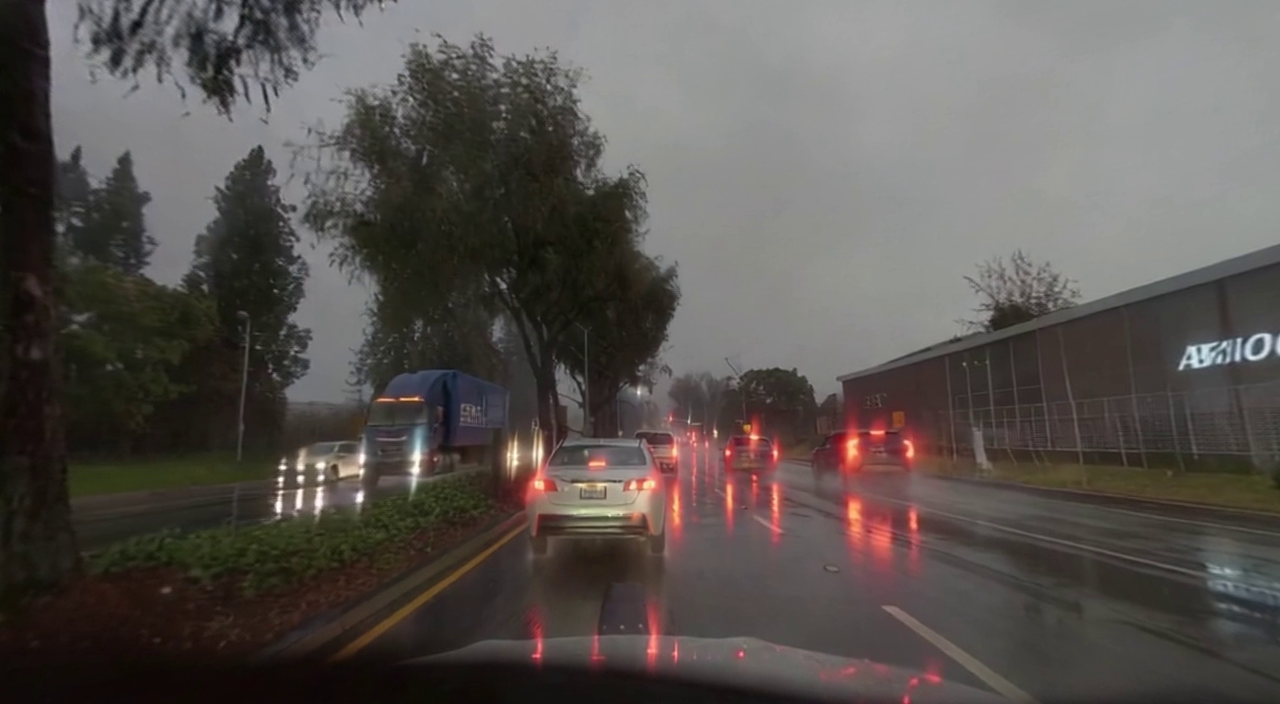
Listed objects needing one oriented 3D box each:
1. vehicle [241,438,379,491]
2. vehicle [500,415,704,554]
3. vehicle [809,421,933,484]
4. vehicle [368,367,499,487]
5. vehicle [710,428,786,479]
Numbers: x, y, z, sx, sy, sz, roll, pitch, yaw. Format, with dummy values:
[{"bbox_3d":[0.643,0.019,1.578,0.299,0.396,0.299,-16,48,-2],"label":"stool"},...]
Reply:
[{"bbox_3d":[-14.018,4.800,27.307,2.394,2.012,6.232,0,-8,3],"label":"vehicle"},{"bbox_3d":[-0.438,1.814,9.227,2.315,1.563,4.080,0,-8,0],"label":"vehicle"},{"bbox_3d":[7.885,3.514,22.111,2.425,1.936,5.081,0,-8,0],"label":"vehicle"},{"bbox_3d":[-8.140,3.157,25.789,3.043,4.303,6.343,0,-8,1],"label":"vehicle"},{"bbox_3d":[4.005,3.871,24.121,2.090,1.763,4.560,0,-8,0],"label":"vehicle"}]
